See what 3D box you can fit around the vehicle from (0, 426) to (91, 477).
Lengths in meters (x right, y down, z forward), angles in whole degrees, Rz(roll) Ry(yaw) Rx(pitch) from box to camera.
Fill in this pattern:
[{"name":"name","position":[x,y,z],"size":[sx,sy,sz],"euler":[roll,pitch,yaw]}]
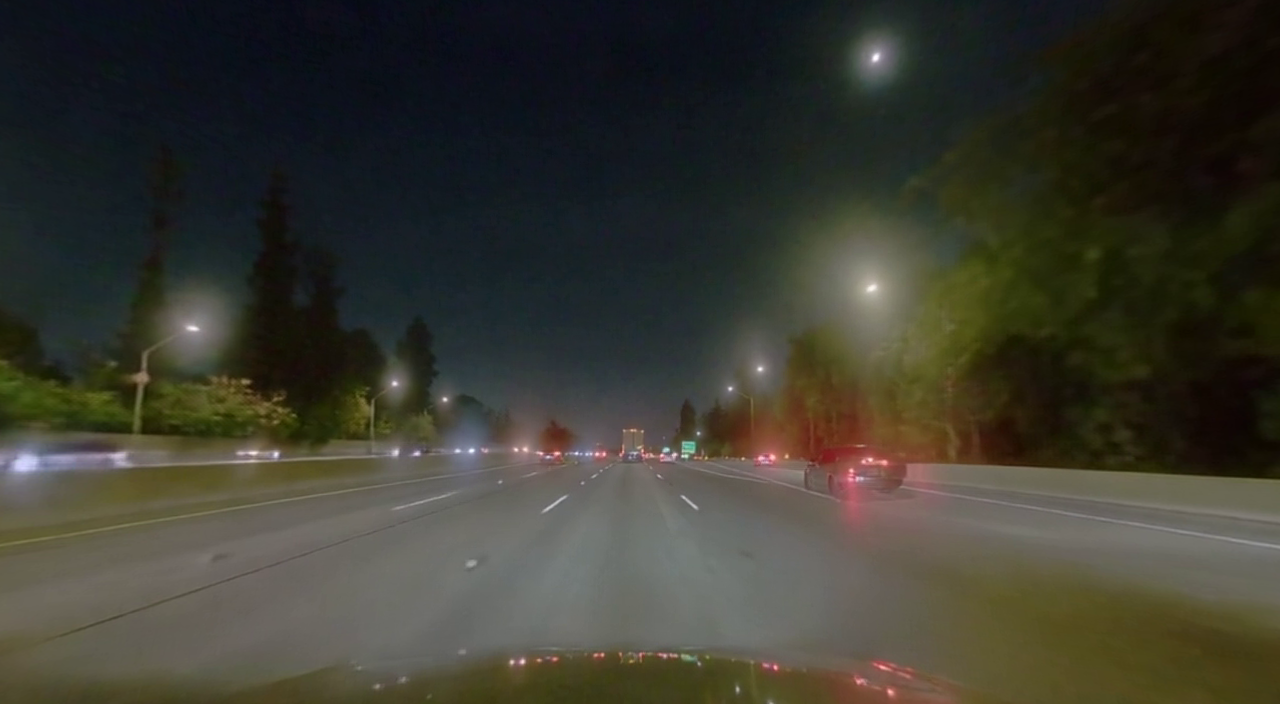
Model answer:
[{"name":"vehicle","position":[-22.798,3.557,22.567],"size":[1.982,1.703,4.855],"euler":[0,-9,0]}]

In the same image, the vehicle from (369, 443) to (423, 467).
[{"name":"vehicle","position":[-15.768,6.682,41.069],"size":[1.877,1.467,4.044],"euler":[0,-9,0]}]
